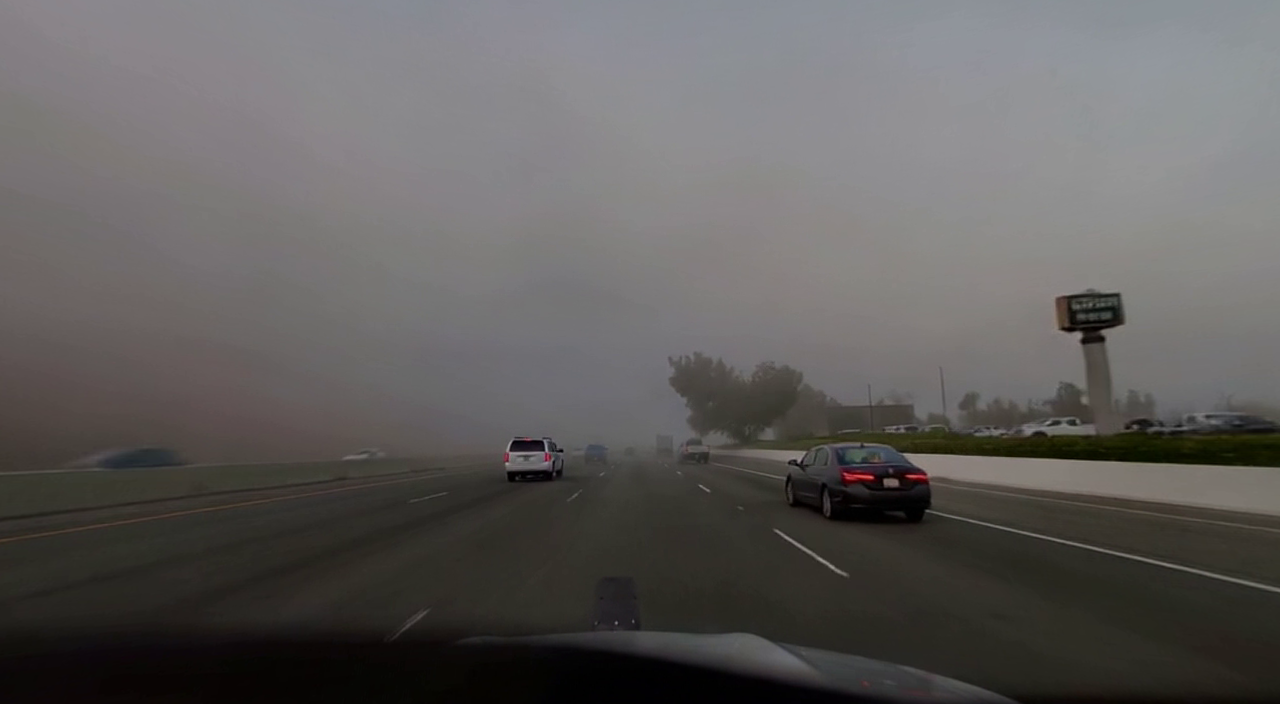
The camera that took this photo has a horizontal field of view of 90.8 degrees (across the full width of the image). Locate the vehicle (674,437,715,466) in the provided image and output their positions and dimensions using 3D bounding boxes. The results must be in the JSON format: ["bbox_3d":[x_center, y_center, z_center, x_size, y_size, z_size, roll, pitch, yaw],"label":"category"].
[{"bbox_3d":[3.597,6.719,42.787,2.198,1.807,4.530,0,-8,-2],"label":"vehicle"}]

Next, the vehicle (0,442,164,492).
[{"bbox_3d":[-21.213,4.341,24.293,2.202,1.693,4.662,0,-8,-1],"label":"vehicle"}]

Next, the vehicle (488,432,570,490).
[{"bbox_3d":[-3.716,3.730,21.989,1.987,1.765,4.508,0,-8,0],"label":"vehicle"}]

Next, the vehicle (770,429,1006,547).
[{"bbox_3d":[3.706,2.108,10.574,1.957,1.510,4.643,0,-8,-2],"label":"vehicle"}]

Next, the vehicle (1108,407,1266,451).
[{"bbox_3d":[27.496,4.034,32.202,2.176,1.975,6.444,-1,-9,-1],"label":"vehicle"}]
